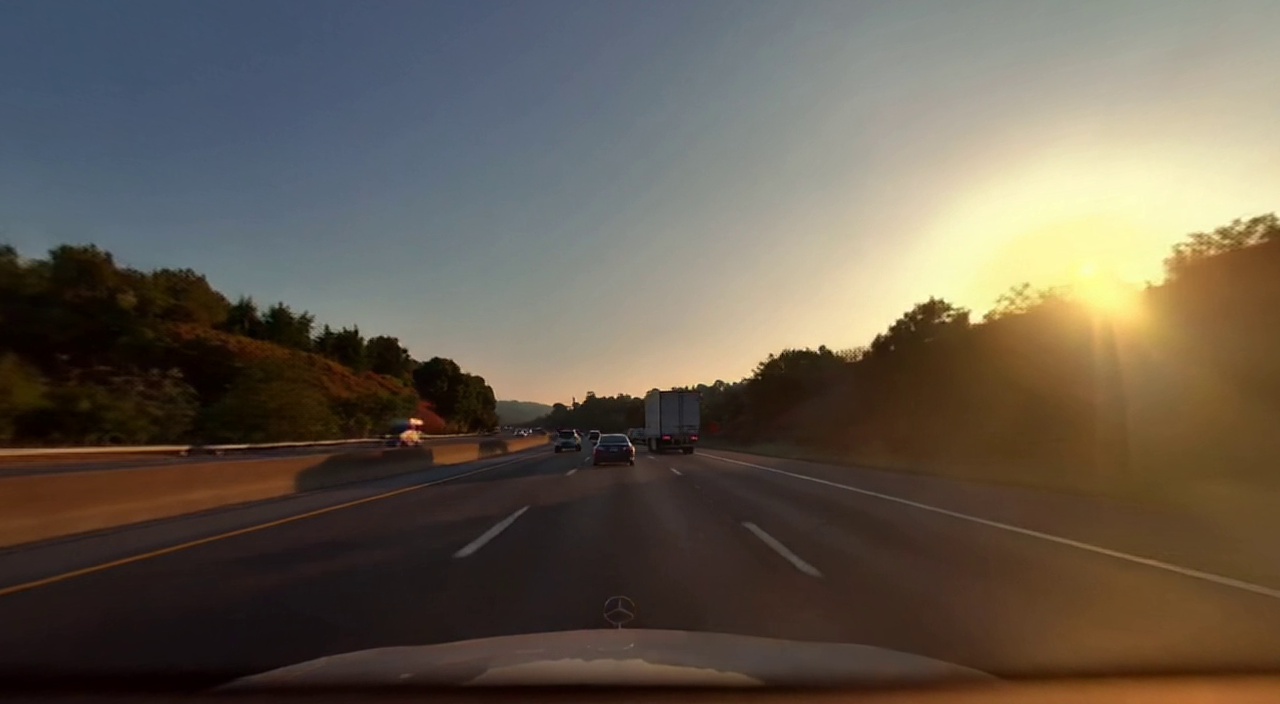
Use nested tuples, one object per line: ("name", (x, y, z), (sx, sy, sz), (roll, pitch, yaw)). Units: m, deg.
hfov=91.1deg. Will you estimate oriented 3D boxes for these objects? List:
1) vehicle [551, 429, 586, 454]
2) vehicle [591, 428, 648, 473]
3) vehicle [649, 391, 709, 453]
("vehicle", (-5.402, 6.827, 47.917), (2.234, 1.773, 5.134), (0, -8, -2))
("vehicle", (-0.826, 3.844, 24.742), (2.048, 1.563, 4.087), (0, -8, -2))
("vehicle", (2.691, 5.690, 49.260), (2.946, 4.111, 14.652), (0, -8, -3))
